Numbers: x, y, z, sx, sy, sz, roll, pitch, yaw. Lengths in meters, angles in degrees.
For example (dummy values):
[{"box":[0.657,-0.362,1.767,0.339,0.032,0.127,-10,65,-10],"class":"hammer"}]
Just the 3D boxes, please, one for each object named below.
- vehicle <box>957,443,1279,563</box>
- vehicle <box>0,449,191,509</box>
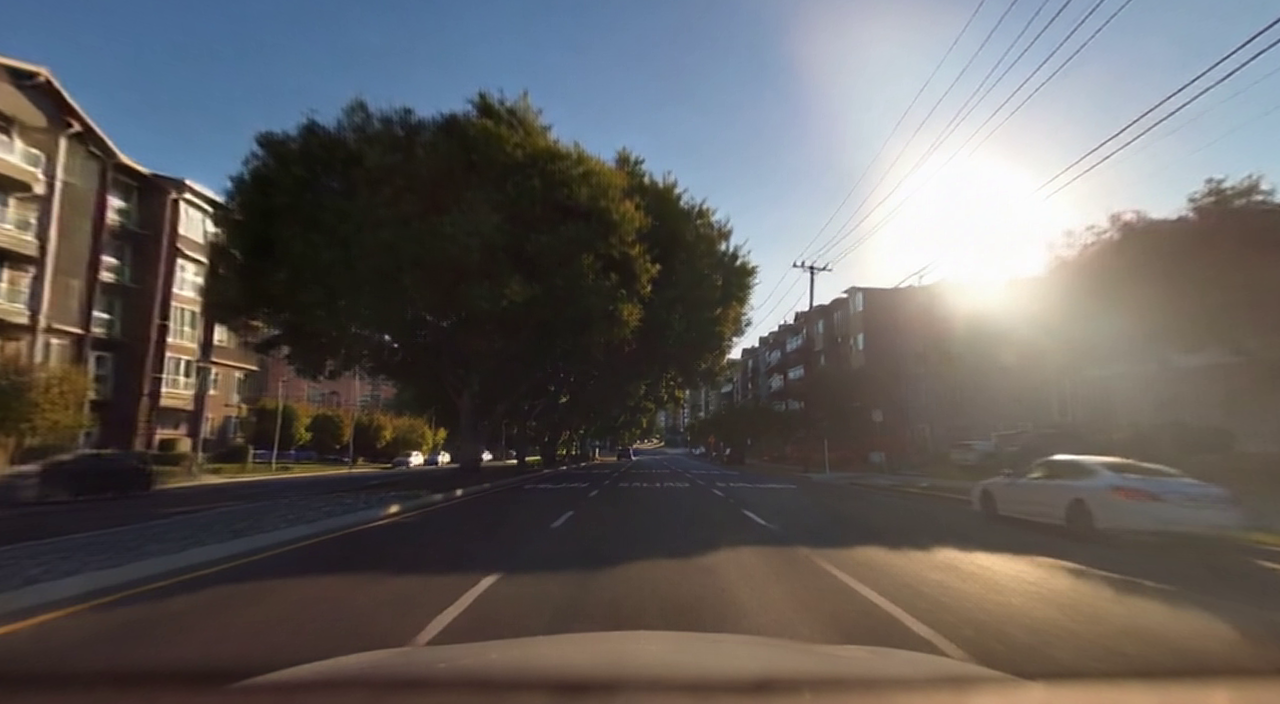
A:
[{"box":[7.306,2.220,10.173,1.986,1.467,4.412,0,-8,-1],"class":"vehicle"},{"box":[-15.660,3.584,18.312,1.873,1.469,4.442,0,-8,2],"class":"vehicle"}]
